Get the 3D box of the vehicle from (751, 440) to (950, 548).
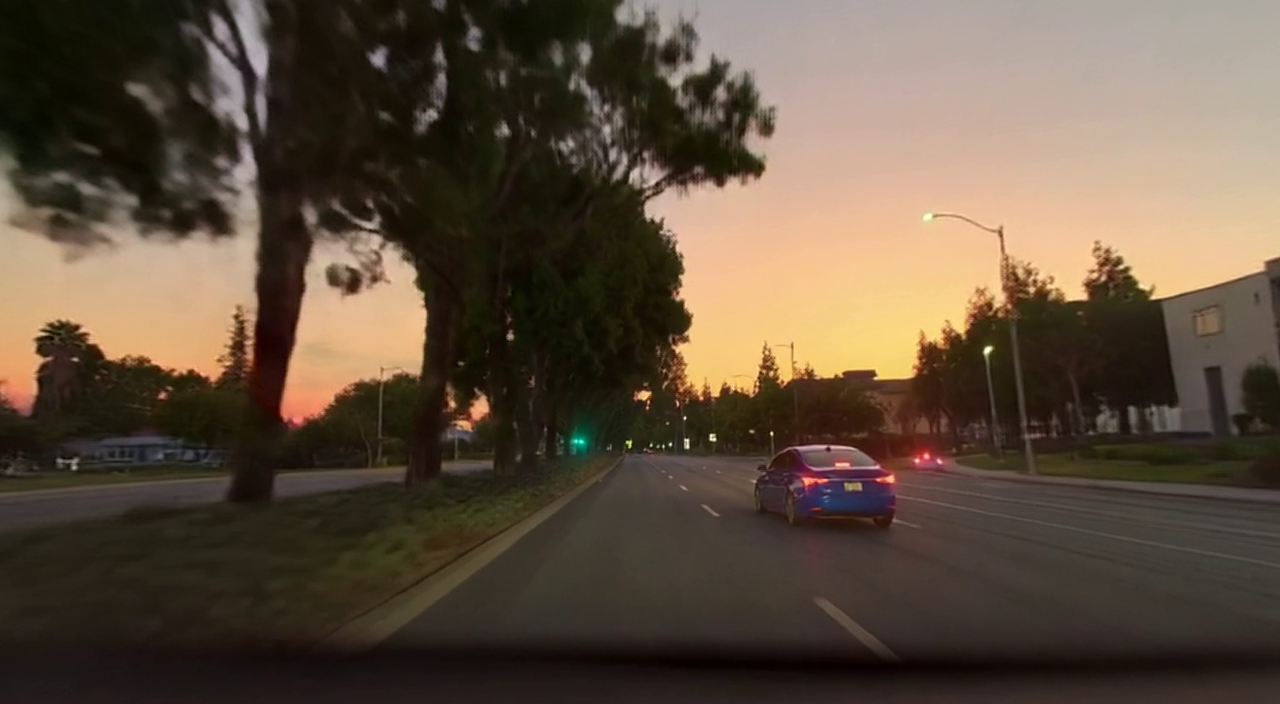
[{"bbox_3d":[3.299,2.314,10.956,1.950,1.473,4.259,0,-9,-1],"label":"vehicle"}]
